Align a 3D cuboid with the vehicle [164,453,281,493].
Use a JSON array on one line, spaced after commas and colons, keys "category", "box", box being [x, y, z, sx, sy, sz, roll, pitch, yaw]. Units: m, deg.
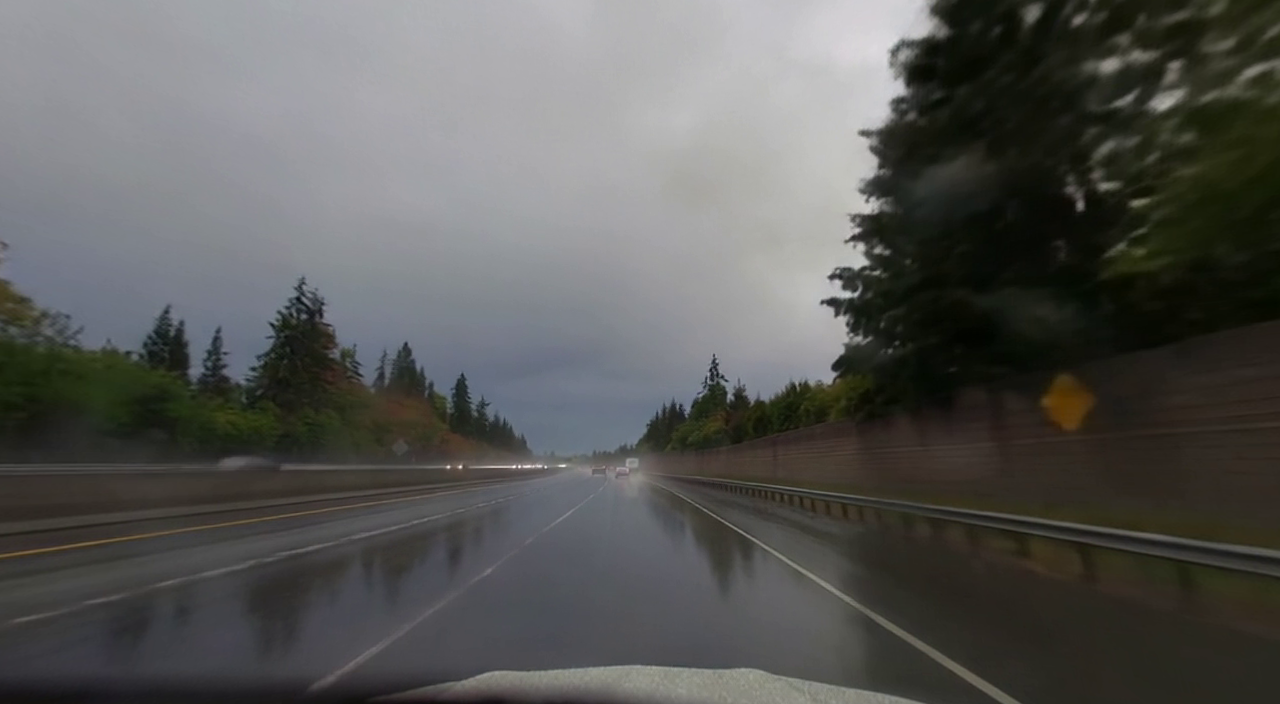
[{"category": "vehicle", "box": [-16.492, 4.816, 25.170, 1.795, 1.451, 4.116, 1, -10, 0]}]
